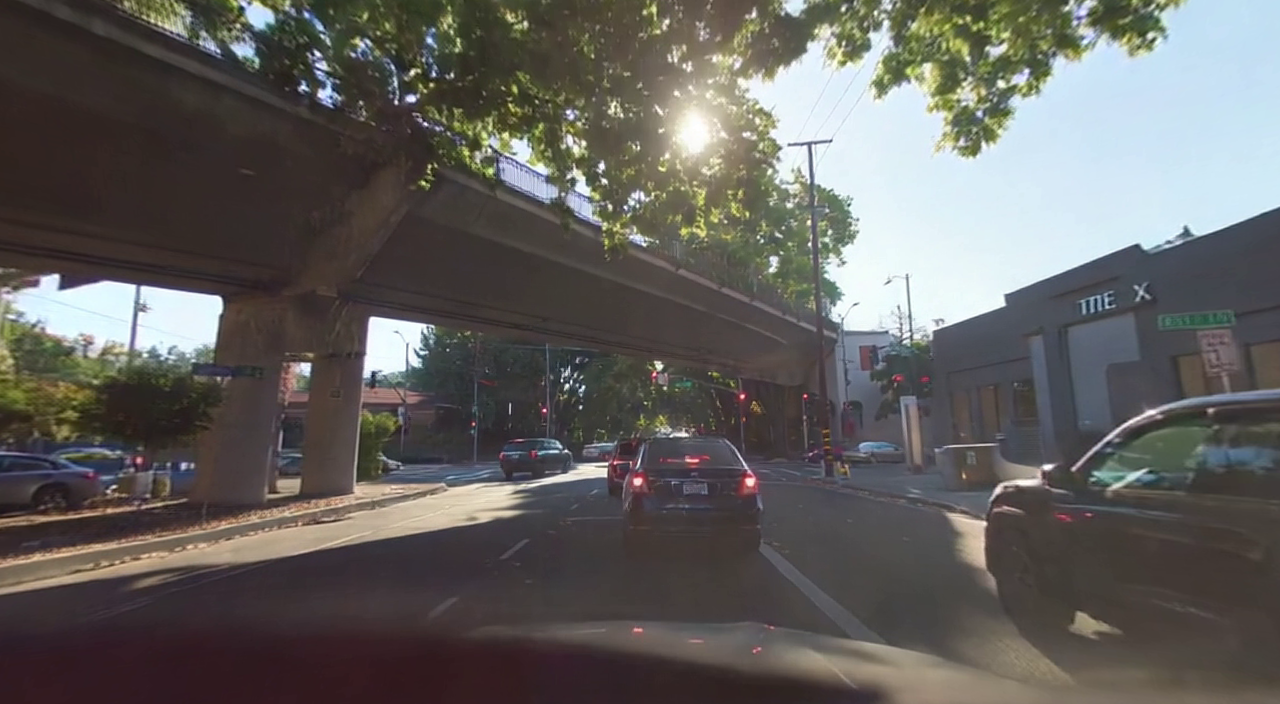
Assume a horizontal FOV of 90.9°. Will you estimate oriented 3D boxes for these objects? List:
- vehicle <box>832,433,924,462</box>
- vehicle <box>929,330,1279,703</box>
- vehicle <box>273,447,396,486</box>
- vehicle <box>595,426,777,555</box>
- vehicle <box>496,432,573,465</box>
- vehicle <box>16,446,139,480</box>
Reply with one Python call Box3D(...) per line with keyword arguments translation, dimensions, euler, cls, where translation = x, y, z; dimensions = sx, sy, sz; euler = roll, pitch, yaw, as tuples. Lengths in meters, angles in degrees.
Box3D(translation=(13.099, 5.263, 34.787), dimensions=(4.302, 1.543, 1.860), euler=(1, -8, -10), cls="vehicle")
Box3D(translation=(3.540, 0.916, 3.174), dimensions=(2.062, 1.781, 4.488), euler=(0, -8, 1), cls="vehicle")
Box3D(translation=(-12.806, 4.768, 26.727), dimensions=(1.873, 1.462, 4.283), euler=(-5, -10, 31), cls="vehicle")
Box3D(translation=(0.551, 1.911, 9.442), dimensions=(2.101, 1.467, 4.210), euler=(0, -8, 1), cls="vehicle")
Box3D(translation=(-6.501, 6.068, 39.777), dimensions=(2.322, 1.916, 5.640), euler=(-3, -9, 19), cls="vehicle")
Box3D(translation=(-29.277, 5.749, 32.909), dimensions=(4.474, 1.673, 2.010), euler=(0, -8, 1), cls="vehicle")
